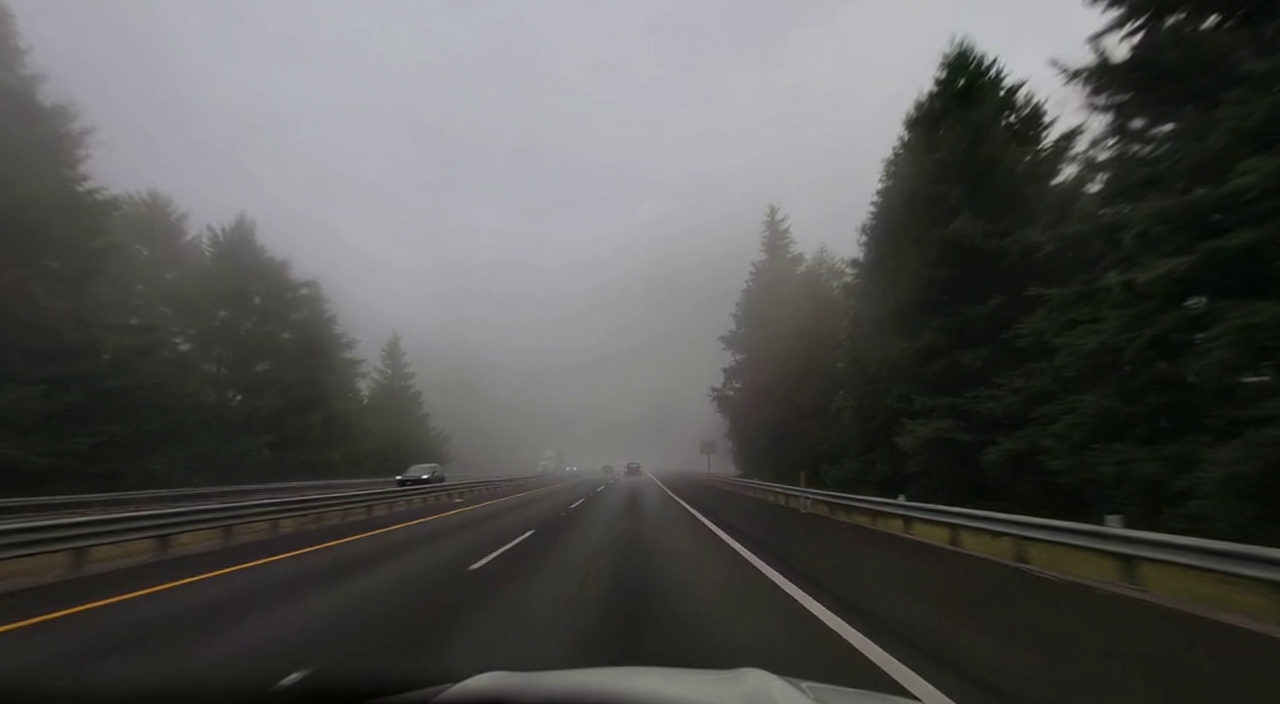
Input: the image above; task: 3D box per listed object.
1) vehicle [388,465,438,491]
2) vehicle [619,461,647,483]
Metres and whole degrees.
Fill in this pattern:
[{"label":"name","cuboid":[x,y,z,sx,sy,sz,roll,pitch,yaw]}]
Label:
[{"label":"vehicle","cuboid":[-12.883,7.157,35.959,1.670,1.378,3.363,-1,-10,-1]},{"label":"vehicle","cuboid":[-0.530,9.337,49.000,2.065,1.633,4.130,1,-11,-1]}]
